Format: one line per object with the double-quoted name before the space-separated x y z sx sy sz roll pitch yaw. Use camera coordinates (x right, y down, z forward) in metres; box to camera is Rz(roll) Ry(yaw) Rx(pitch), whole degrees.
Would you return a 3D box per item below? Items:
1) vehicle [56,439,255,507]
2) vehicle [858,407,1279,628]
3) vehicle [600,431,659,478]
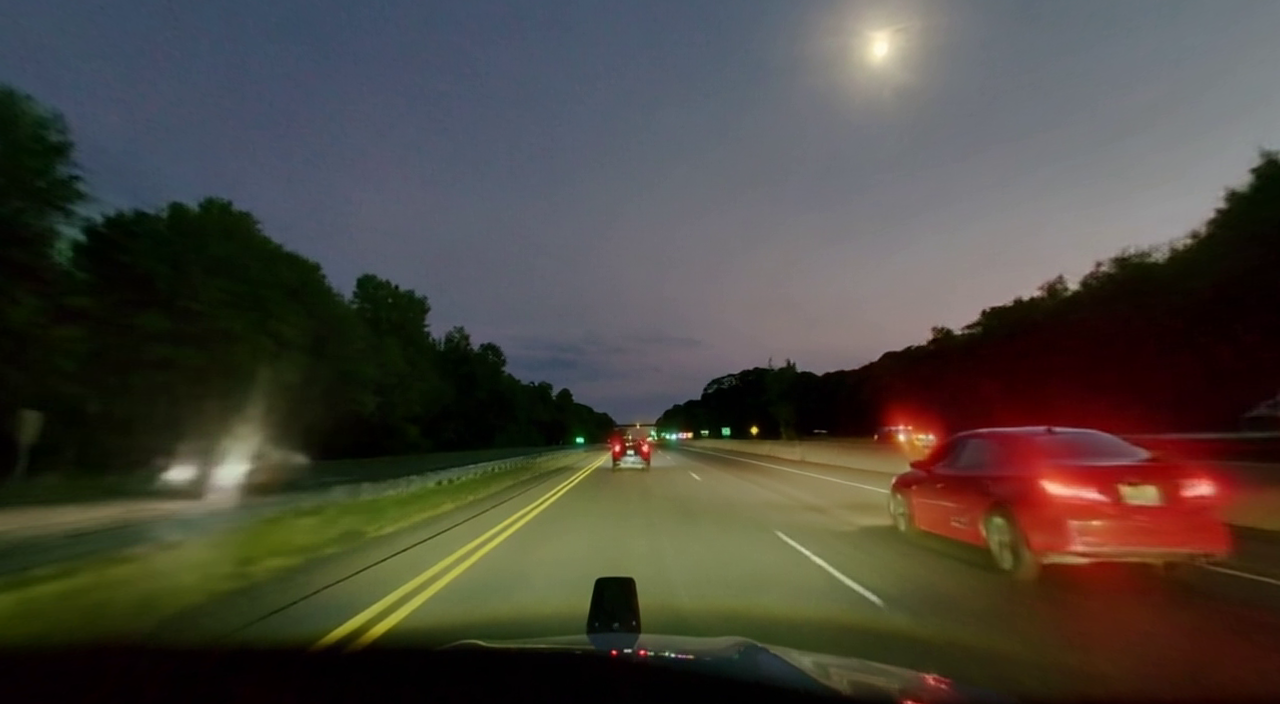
"vehicle" -13.234 3.273 17.640 1.989 1.629 4.528 0 -8 0
"vehicle" 4.099 1.429 6.550 2.010 1.508 4.285 0 -8 -1
"vehicle" -0.360 3.543 22.057 1.897 1.479 3.724 0 -8 -1
